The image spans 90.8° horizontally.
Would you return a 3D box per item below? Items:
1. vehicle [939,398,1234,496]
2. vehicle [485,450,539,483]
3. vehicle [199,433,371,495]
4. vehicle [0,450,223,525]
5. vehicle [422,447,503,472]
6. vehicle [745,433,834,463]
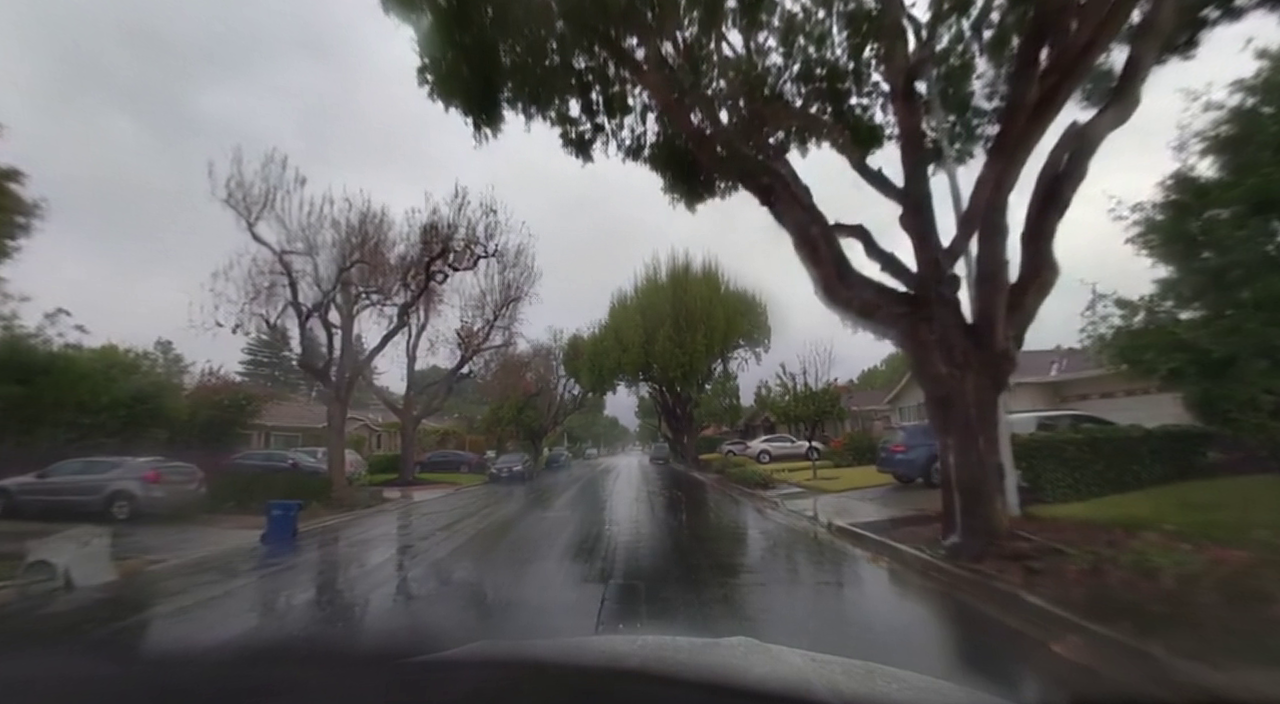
[{"bbox_3d":[8.556,1.864,12.442,4.334,1.750,1.900,0,-8,-1],"label":"vehicle"},{"bbox_3d":[-6.275,5.636,31.336,1.878,1.496,3.535,0,-8,1],"label":"vehicle"},{"bbox_3d":[-12.353,3.920,22.278,4.753,2.028,2.079,0,-9,0],"label":"vehicle"},{"bbox_3d":[-12.032,2.896,13.773,4.476,1.476,1.877,0,-9,-2],"label":"vehicle"},{"bbox_3d":[-12.134,7.363,43.311,4.972,1.623,1.884,0,-9,0],"label":"vehicle"},{"bbox_3d":[8.485,5.500,36.150,4.599,1.652,1.903,0,-8,-3],"label":"vehicle"}]
